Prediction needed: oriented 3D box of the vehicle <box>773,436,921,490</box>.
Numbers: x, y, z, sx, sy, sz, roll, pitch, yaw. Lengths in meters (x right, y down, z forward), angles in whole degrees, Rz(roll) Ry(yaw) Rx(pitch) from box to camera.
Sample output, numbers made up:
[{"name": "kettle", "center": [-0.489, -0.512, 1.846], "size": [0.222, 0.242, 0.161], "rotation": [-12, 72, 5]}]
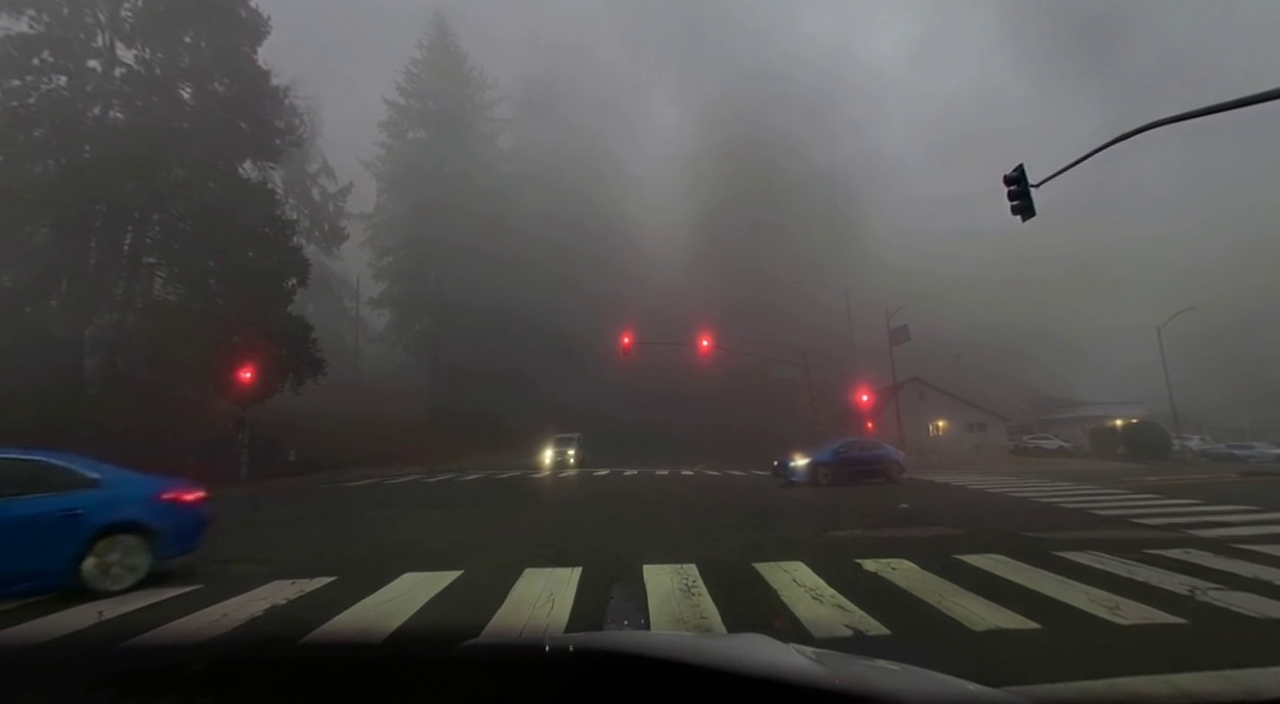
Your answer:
[{"name": "vehicle", "center": [6.510, 3.424, 19.793], "size": [4.377, 1.523, 1.877], "rotation": [5, -10, -29]}]

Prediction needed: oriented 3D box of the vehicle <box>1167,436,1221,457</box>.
[{"name": "vehicle", "center": [42.836, 7.307, 48.706], "size": [4.133, 1.561, 1.824], "rotation": [5, -10, -31]}]

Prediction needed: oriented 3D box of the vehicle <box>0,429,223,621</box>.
[{"name": "vehicle", "center": [-6.052, 1.339, 4.814], "size": [1.864, 1.482, 4.528], "rotation": [-3, -9, 17]}]

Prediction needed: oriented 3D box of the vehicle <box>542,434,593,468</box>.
[{"name": "vehicle", "center": [-3.673, 5.119, 32.836], "size": [2.140, 1.638, 4.259], "rotation": [0, -8, 0]}]
